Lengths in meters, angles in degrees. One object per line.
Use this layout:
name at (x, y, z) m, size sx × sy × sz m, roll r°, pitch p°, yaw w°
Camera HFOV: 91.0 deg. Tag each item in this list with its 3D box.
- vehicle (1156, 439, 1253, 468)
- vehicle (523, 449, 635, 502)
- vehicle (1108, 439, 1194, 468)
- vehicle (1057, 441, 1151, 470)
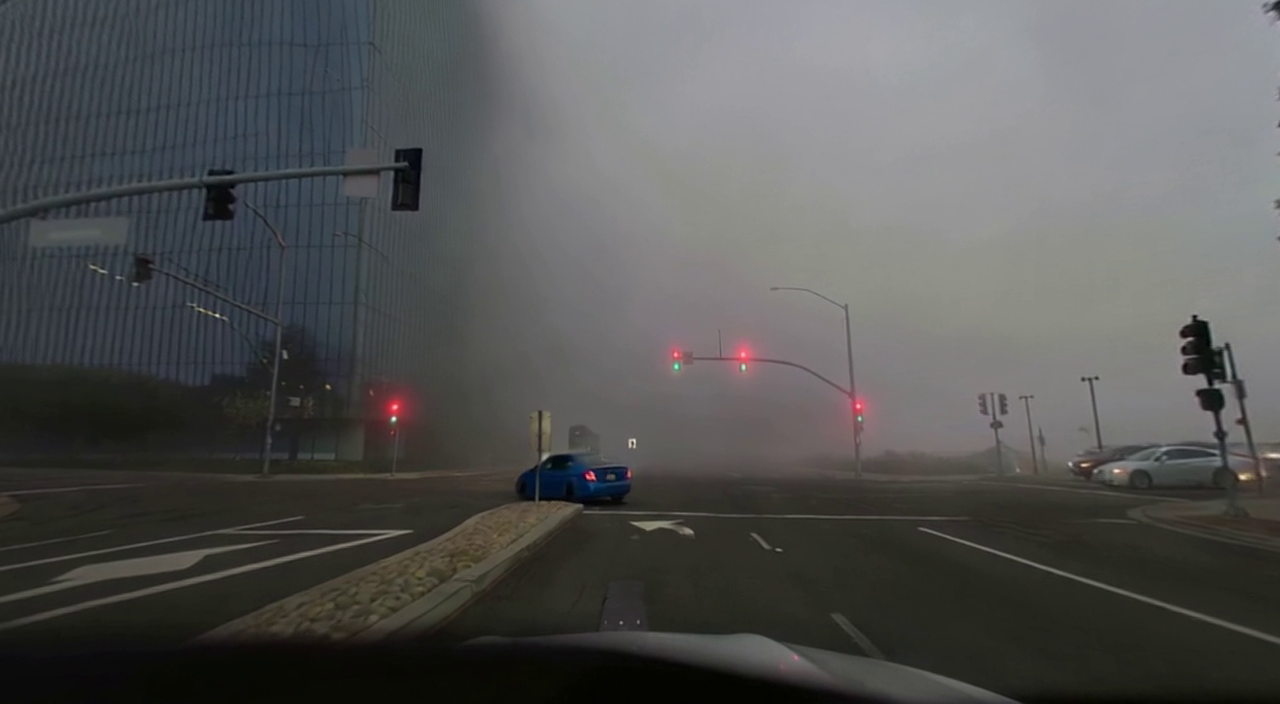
vehicle at (30.370, 5.453, 34.037) m, size 1.946 × 1.467 × 3.670 m, roll 0°, pitch -9°, yaw 4°
vehicle at (-2.111, 3.995, 20.843) m, size 2.014 × 1.525 × 4.197 m, roll 6°, pitch -10°, yaw -32°
vehicle at (27.822, 5.540, 34.439) m, size 1.816 × 1.476 × 3.652 m, roll 0°, pitch -9°, yaw 4°
vehicle at (25.491, 5.698, 34.788) m, size 2.021 × 1.484 × 4.454 m, roll 0°, pitch -9°, yaw 4°
